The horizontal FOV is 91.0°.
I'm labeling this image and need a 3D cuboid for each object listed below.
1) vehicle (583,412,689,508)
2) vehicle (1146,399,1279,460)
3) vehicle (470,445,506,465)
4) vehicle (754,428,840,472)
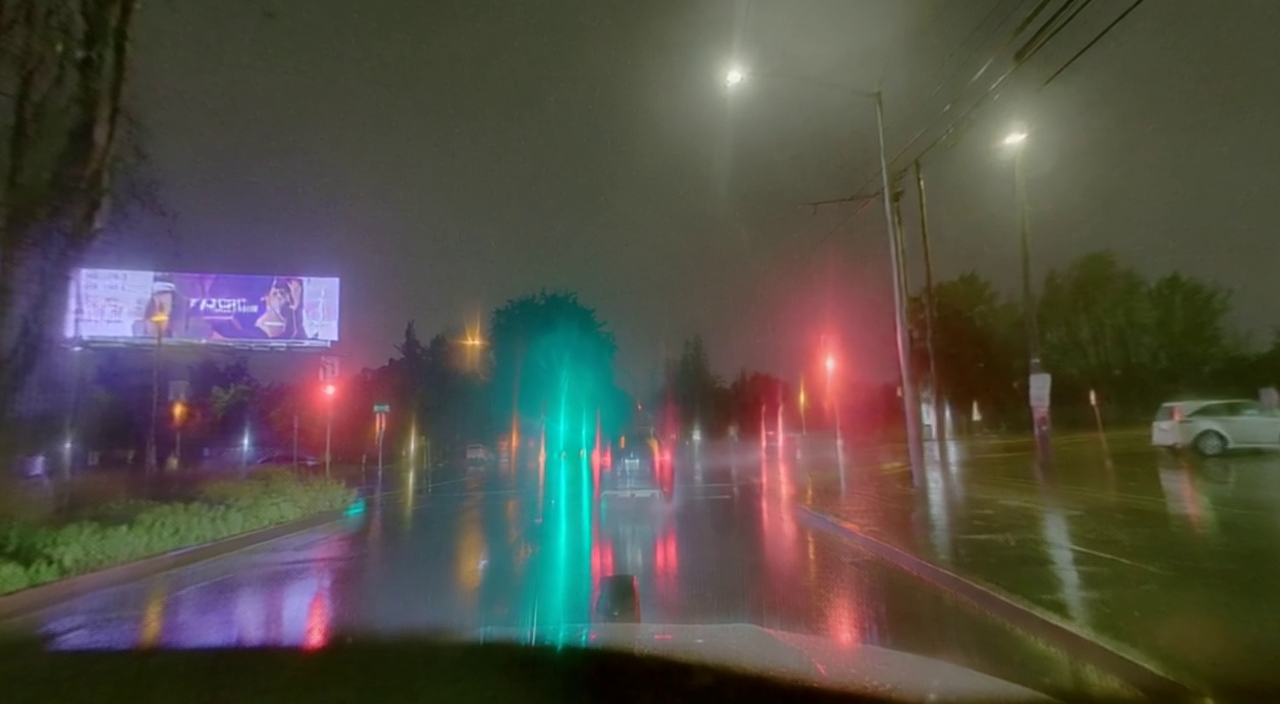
[{"bbox_3d":[-0.152,2.463,14.743,2.142,1.904,3.816,0,-8,-2],"label":"vehicle"},{"bbox_3d":[15.965,2.037,16.432,3.750,1.502,1.781,-2,-8,14],"label":"vehicle"},{"bbox_3d":[-11.761,7.987,48.982,1.989,1.403,4.331,0,-8,-3],"label":"vehicle"},{"bbox_3d":[6.243,3.824,24.858,3.403,1.602,1.716,7,-11,-44],"label":"vehicle"}]
